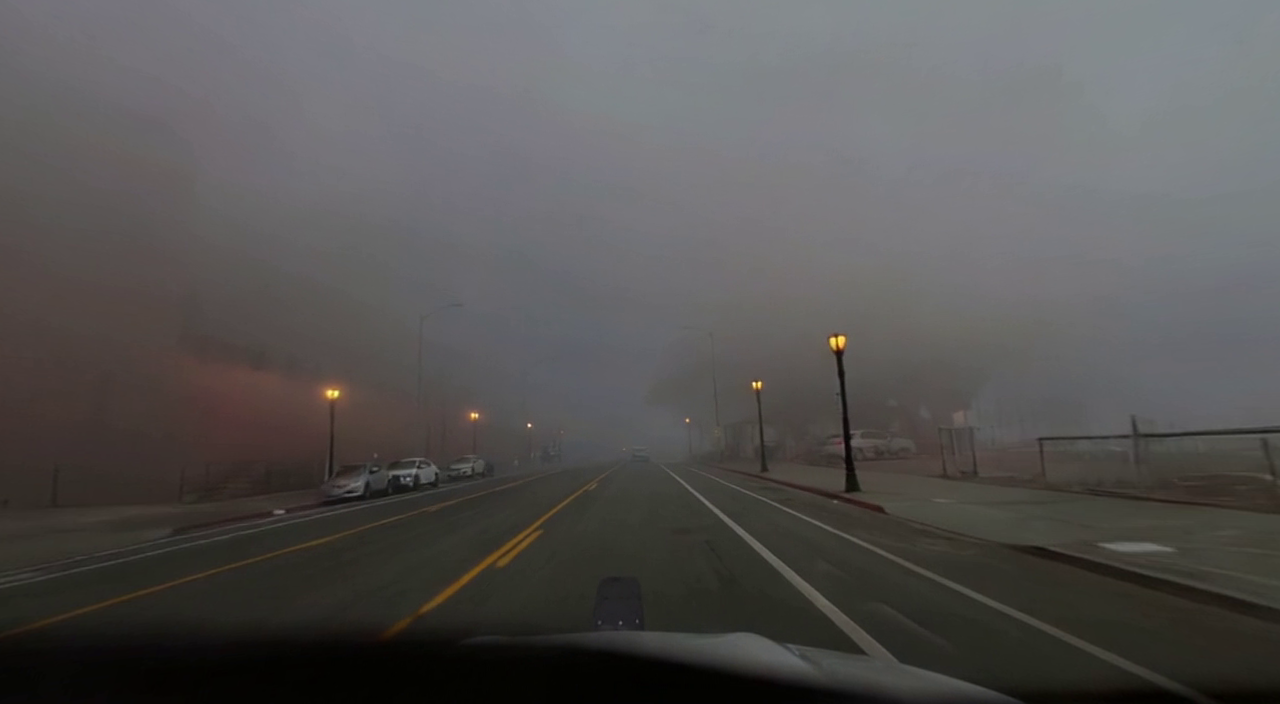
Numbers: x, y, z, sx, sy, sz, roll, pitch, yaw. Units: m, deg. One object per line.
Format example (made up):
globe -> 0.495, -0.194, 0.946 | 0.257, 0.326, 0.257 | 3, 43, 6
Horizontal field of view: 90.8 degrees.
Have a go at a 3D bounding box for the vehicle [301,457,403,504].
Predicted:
vehicle -> -10.763, 4.806, 24.022 | 1.784, 1.502, 4.344 | 0, -8, 1

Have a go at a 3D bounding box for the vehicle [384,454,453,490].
vehicle -> -10.806, 5.850, 31.133 | 1.837, 1.586, 4.155 | 0, -8, 0

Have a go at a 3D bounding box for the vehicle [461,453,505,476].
vehicle -> -10.840, 7.799, 43.951 | 1.828, 1.470, 4.523 | 0, -8, 1

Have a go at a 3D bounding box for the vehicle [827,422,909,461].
vehicle -> 12.581, 5.039, 35.334 | 2.532, 1.997, 5.001 | 0, -9, -2
